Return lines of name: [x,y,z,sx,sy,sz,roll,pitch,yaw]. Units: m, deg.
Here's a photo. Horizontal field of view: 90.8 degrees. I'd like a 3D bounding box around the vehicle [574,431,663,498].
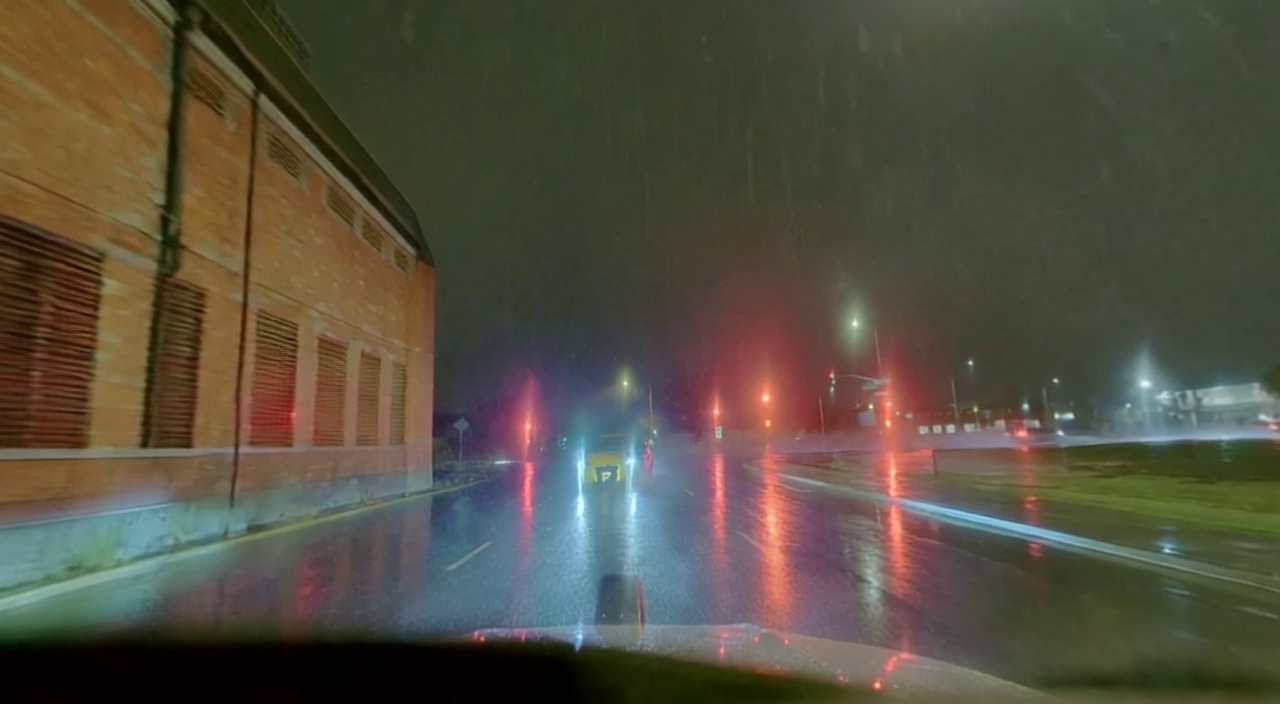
vehicle: [-0.582,3.147,18.072,2.218,1.657,4.551,0,-9,-1]
